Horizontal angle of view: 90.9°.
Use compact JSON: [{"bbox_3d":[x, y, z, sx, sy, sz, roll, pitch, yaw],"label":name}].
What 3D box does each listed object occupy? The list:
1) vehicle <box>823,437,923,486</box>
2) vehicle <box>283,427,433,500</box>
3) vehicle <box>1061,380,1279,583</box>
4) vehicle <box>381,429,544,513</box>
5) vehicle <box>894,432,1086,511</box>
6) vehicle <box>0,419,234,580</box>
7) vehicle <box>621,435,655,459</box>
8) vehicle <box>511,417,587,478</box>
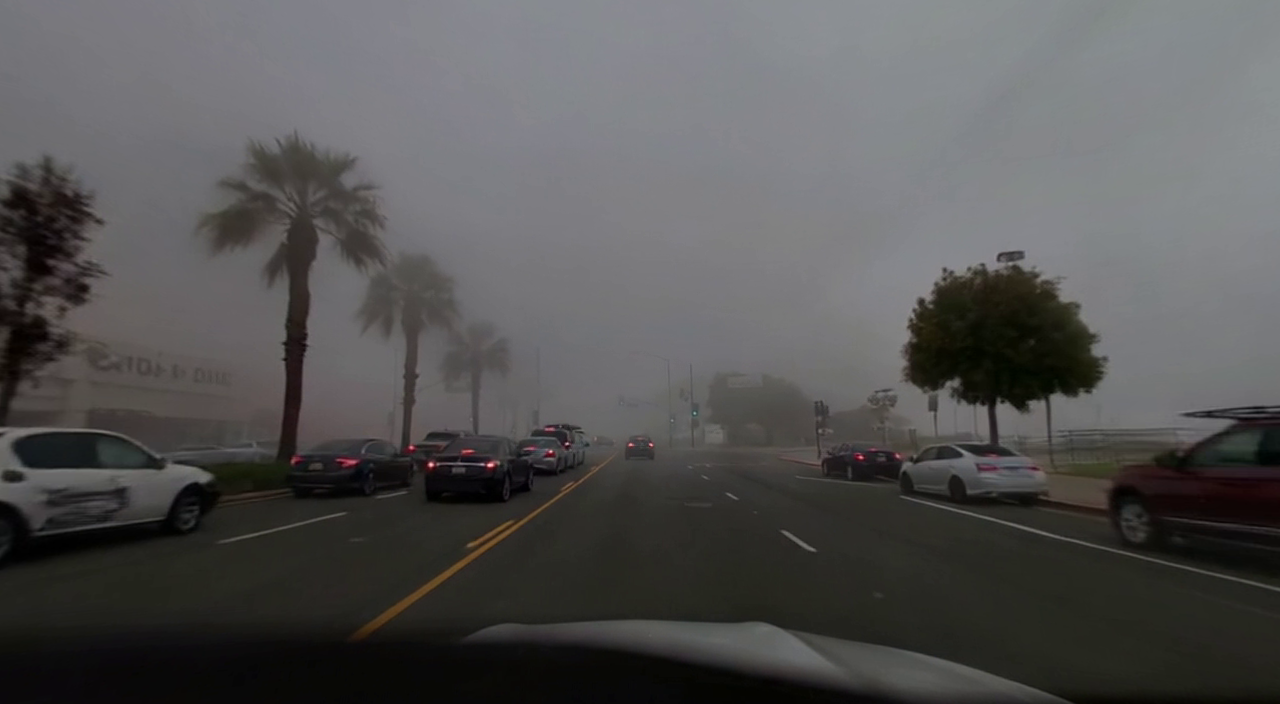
[{"bbox_3d":[7.778,3.687,21.506,1.888,1.496,4.294,0,-8,2],"label":"vehicle"},{"bbox_3d":[-6.631,2.653,15.389,1.668,1.525,4.168,0,-8,1],"label":"vehicle"},{"bbox_3d":[7.285,1.262,6.185,2.256,1.936,5.838,0,-8,0],"label":"vehicle"},{"bbox_3d":[-3.516,2.460,13.553,2.044,1.462,4.624,0,-8,2],"label":"vehicle"},{"bbox_3d":[7.812,2.691,14.693,1.985,1.549,4.404,0,-8,1],"label":"vehicle"},{"bbox_3d":[-7.046,1.556,7.027,2.071,1.501,4.339,0,-8,1],"label":"vehicle"},{"bbox_3d":[-0.101,6.187,41.079,2.092,1.497,4.446,0,-8,1],"label":"vehicle"},{"bbox_3d":[-3.290,3.595,23.801,2.158,2.040,4.511,0,-8,0],"label":"vehicle"}]
